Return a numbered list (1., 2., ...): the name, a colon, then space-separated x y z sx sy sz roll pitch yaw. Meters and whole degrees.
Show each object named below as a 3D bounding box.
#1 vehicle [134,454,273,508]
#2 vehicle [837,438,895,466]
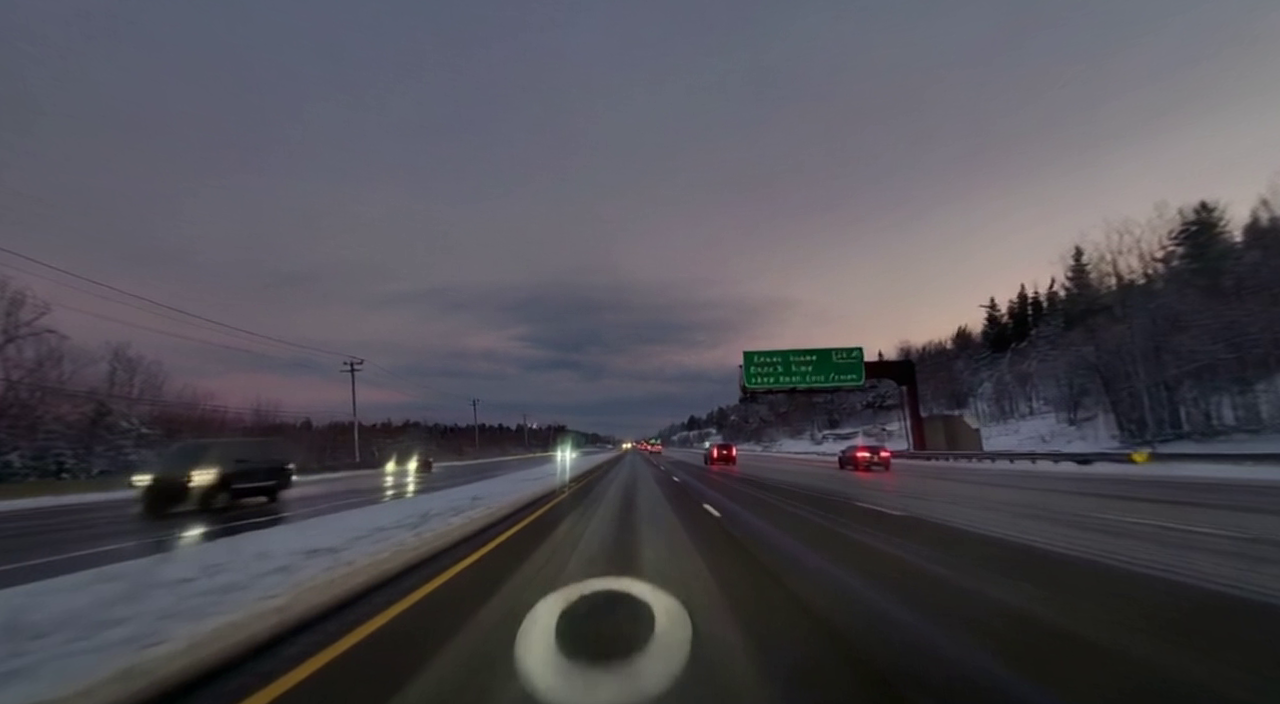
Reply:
1. vehicle: -16.429 4.834 24.066 1.971 1.761 4.682 0 -9 -1
2. vehicle: 14.631 6.502 40.979 2.079 1.688 4.544 0 -9 0
